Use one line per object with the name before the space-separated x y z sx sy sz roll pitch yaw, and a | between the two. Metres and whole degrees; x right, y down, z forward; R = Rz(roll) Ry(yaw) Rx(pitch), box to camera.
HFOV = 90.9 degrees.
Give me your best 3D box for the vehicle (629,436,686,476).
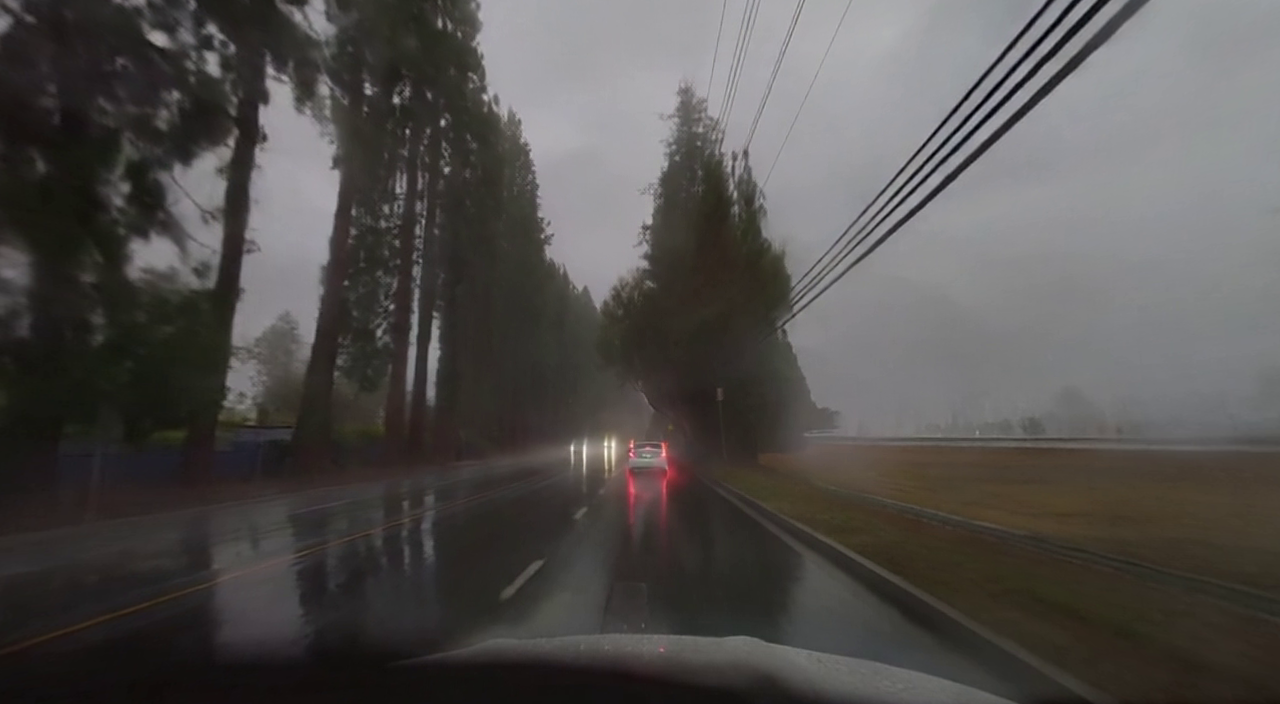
vehicle | 0.691 4.239 25.860 2.153 1.461 4.374 0 -8 1
